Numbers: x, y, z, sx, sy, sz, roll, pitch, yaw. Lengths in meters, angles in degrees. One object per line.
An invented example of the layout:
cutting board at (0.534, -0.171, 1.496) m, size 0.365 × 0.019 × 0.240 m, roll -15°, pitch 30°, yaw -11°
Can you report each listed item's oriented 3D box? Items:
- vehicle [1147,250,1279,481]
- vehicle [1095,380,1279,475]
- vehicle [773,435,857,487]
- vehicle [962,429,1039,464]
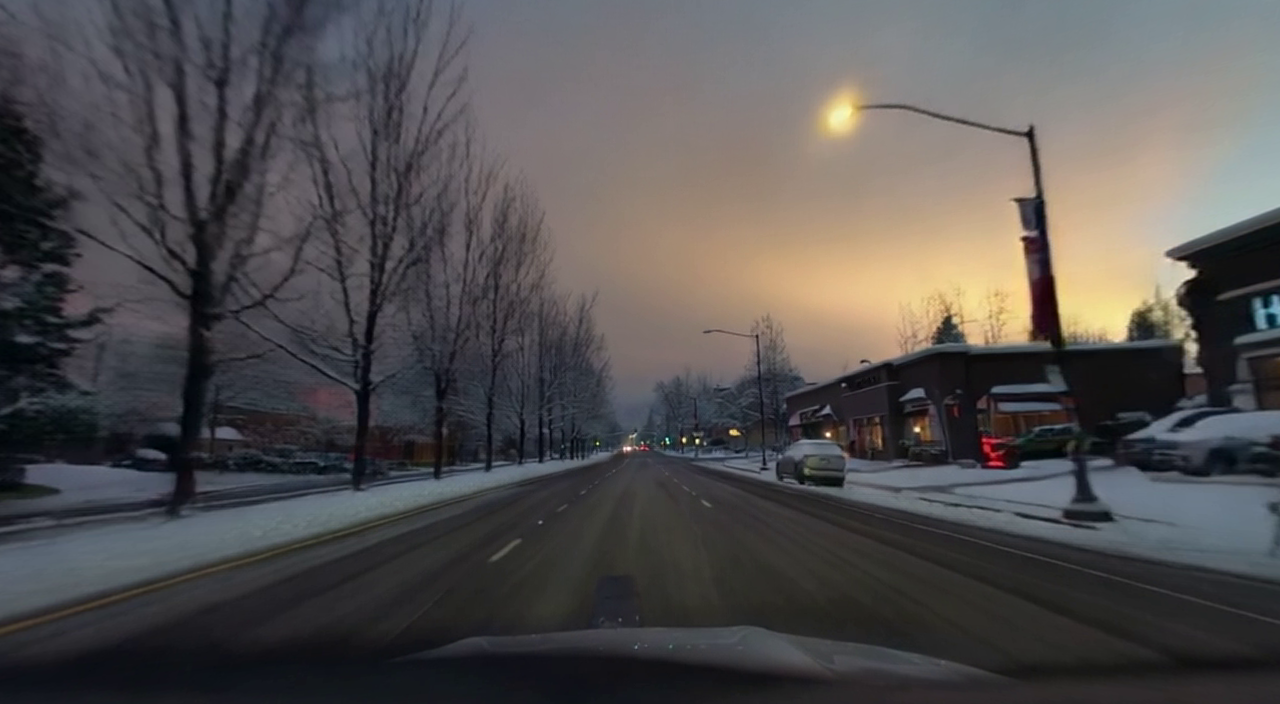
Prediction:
vehicle at (24.049, -0.236, 16.291) m, size 16.415 × 6.611 × 1.394 m, roll -7°, pitch -11°, yaw 26°
vehicle at (13.904, 1.723, 13.681) m, size 6.592 × 1.676 × 4.007 m, roll 5°, pitch -10°, yaw -29°
vehicle at (7.010, 4.415, 25.853) m, size 1.954 × 1.907 × 4.736 m, roll 0°, pitch -9°, yaw -1°
vehicle at (14.409, 3.776, 25.210) m, size 3.386 × 1.301 × 0.852 m, roll 5°, pitch -10°, yaw -27°
